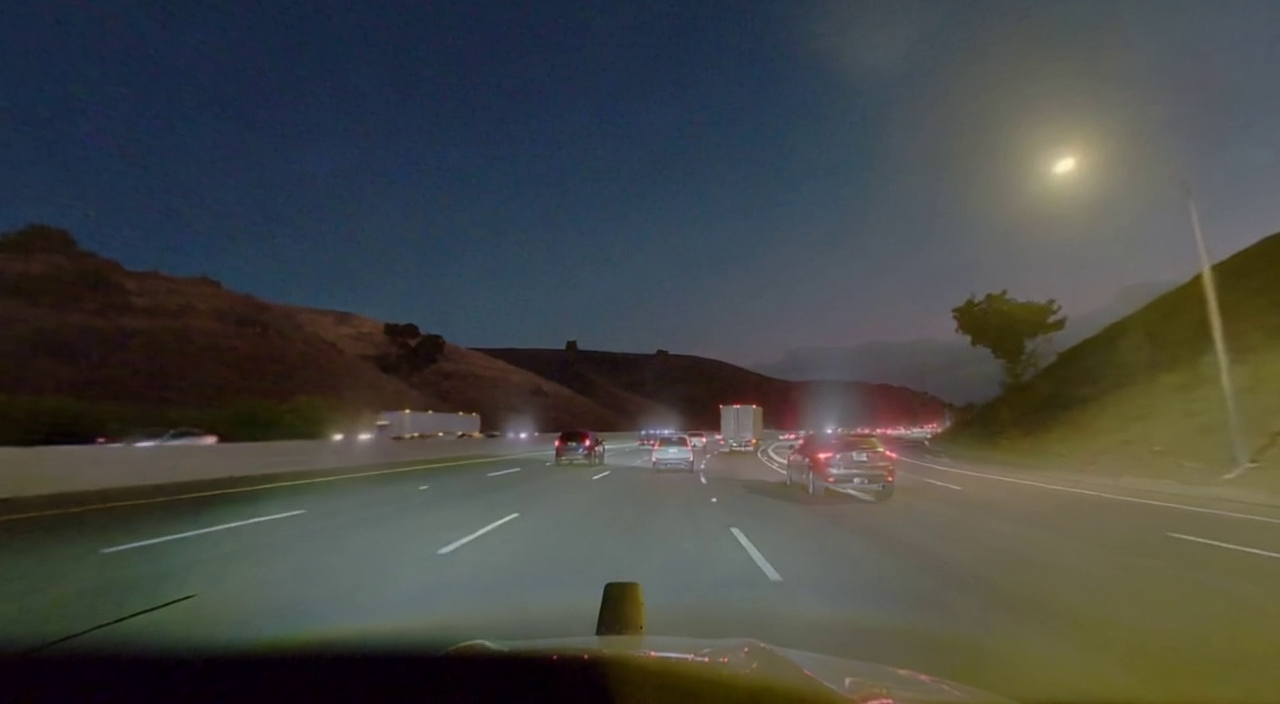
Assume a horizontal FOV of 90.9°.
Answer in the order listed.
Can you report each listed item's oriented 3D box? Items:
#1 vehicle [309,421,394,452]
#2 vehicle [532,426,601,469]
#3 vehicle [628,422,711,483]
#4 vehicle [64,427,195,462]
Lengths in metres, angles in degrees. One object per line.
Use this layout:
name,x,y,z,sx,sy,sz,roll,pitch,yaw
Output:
vehicle,-18.954,5.624,41.795,2.337,1.884,5.798,-1,-8,7
vehicle,-3.079,4.145,27.420,2.077,1.712,4.406,-1,-8,5
vehicle,1.037,3.347,21.266,2.484,1.820,4.497,-1,-8,4
vehicle,-23.733,4.332,29.610,1.901,1.481,4.719,-1,-8,6
